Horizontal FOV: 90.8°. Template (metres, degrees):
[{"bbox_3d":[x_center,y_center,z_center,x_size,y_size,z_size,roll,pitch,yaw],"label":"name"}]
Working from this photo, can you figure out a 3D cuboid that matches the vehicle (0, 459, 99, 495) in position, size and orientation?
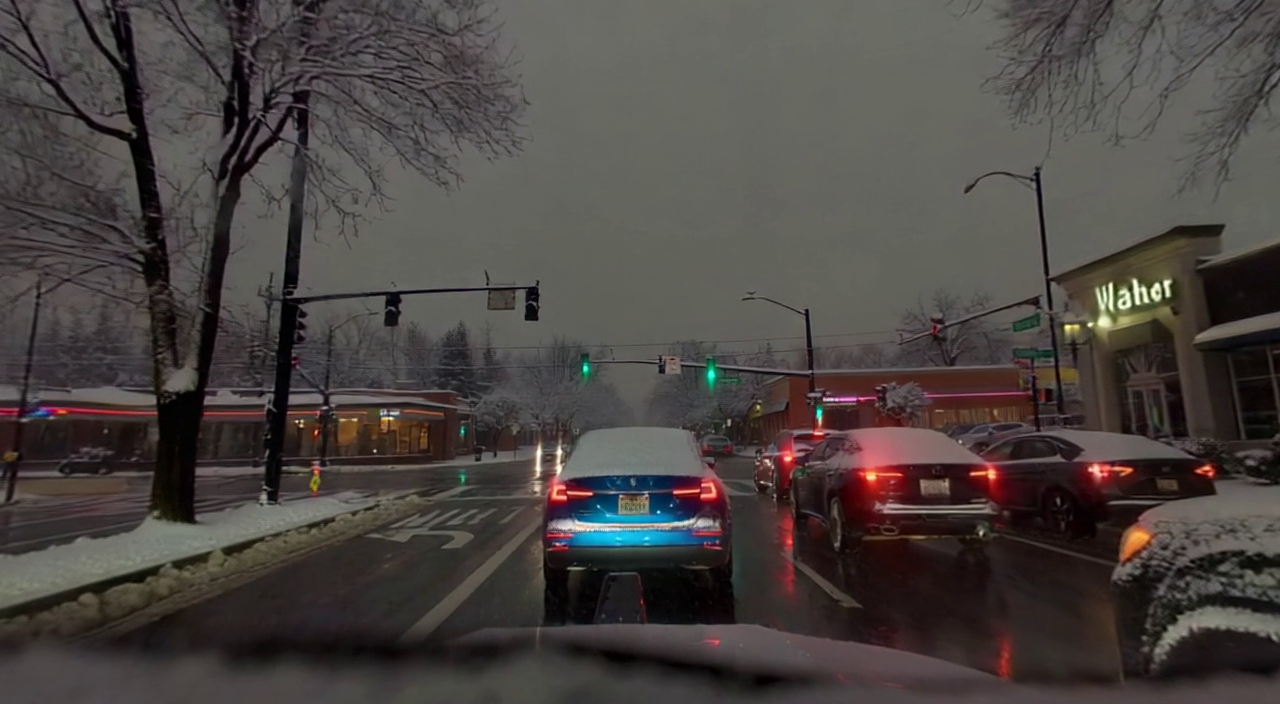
[{"bbox_3d":[-27.197,5.541,28.087,4.285,1.427,1.883,3,-9,-23],"label":"vehicle"}]

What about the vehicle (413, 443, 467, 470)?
[{"bbox_3d":[-15.074,7.937,47.997,2.395,1.903,4.860,-1,-9,1],"label":"vehicle"}]

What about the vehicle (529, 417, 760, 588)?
[{"bbox_3d":[0.018,1.700,7.864,2.154,1.577,3.723,0,-9,-1],"label":"vehicle"}]

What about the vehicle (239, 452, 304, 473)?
[{"bbox_3d":[-28.572,8.583,49.153,4.205,1.541,1.780,4,-10,-28],"label":"vehicle"}]

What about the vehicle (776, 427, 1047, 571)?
[{"bbox_3d":[3.328,1.867,8.824,1.865,1.496,4.170,0,-9,-1],"label":"vehicle"}]

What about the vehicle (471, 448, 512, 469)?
[{"bbox_3d":[-11.249,8.065,48.199,2.099,1.478,4.411,0,-9,0],"label":"vehicle"}]

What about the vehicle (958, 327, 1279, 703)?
[{"bbox_3d":[2.990,0.713,1.620,2.075,1.661,4.401,0,-9,1],"label":"vehicle"}]
